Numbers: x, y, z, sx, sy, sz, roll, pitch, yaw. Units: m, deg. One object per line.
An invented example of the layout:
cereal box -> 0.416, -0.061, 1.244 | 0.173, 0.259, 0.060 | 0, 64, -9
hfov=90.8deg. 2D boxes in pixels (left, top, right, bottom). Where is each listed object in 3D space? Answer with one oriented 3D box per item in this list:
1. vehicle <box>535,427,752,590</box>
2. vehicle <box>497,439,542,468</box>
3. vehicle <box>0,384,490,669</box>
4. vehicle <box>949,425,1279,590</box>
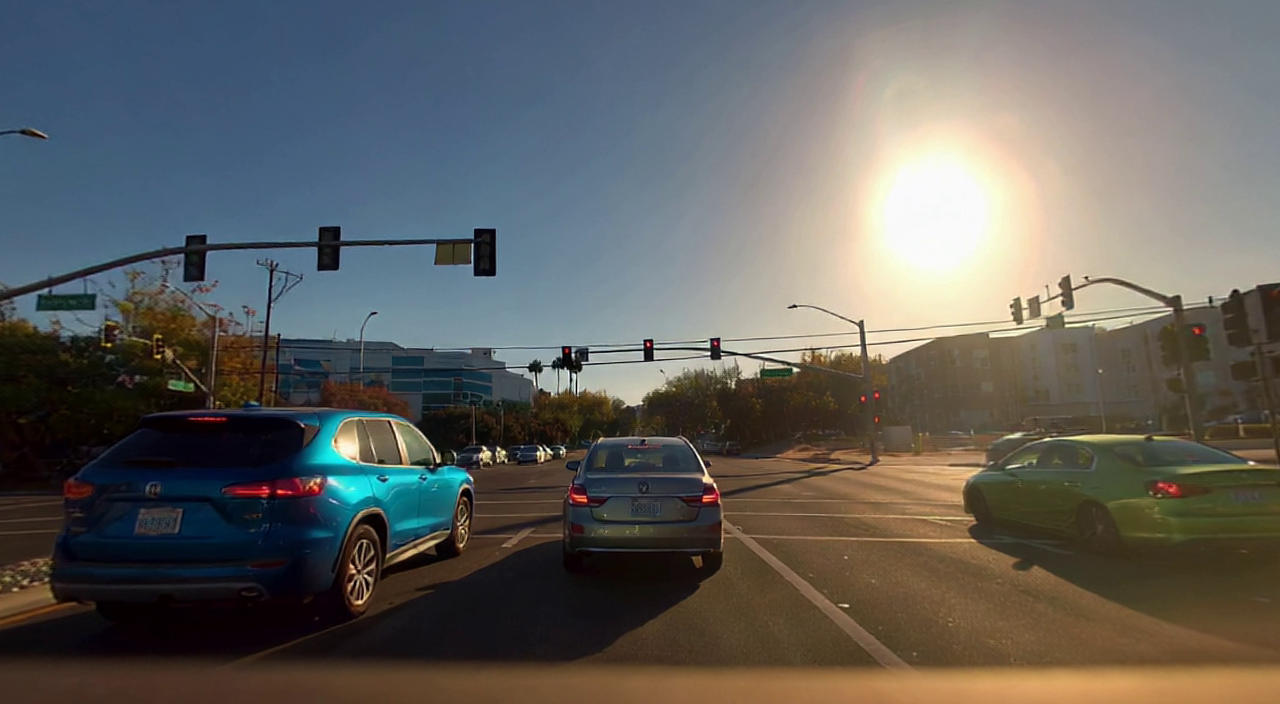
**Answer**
vehicle -> 0.001, 1.701, 7.731 | 1.942, 1.445, 3.973 | 0, -8, -1
vehicle -> -7.934, 6.702, 42.019 | 2.130, 1.810, 4.450 | -2, -8, 1
vehicle -> -3.099, 1.367, 6.083 | 2.051, 1.682, 4.467 | 0, -8, 2
vehicle -> 6.097, 1.759, 8.095 | 1.970, 1.489, 4.482 | 0, -8, -1
